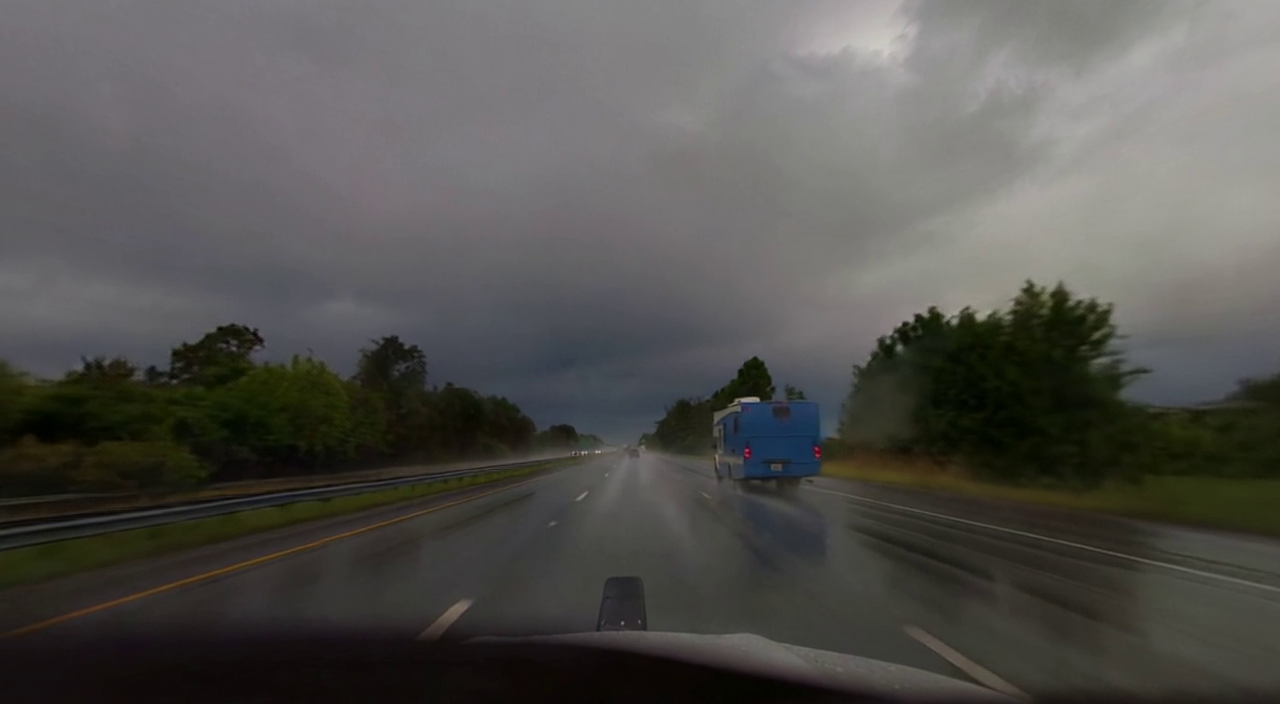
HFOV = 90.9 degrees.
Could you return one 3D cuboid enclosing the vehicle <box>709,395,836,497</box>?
[{"bbox_3d":[3.967,3.057,20.430,2.556,2.763,6.287,0,-9,-2],"label":"vehicle"}]
